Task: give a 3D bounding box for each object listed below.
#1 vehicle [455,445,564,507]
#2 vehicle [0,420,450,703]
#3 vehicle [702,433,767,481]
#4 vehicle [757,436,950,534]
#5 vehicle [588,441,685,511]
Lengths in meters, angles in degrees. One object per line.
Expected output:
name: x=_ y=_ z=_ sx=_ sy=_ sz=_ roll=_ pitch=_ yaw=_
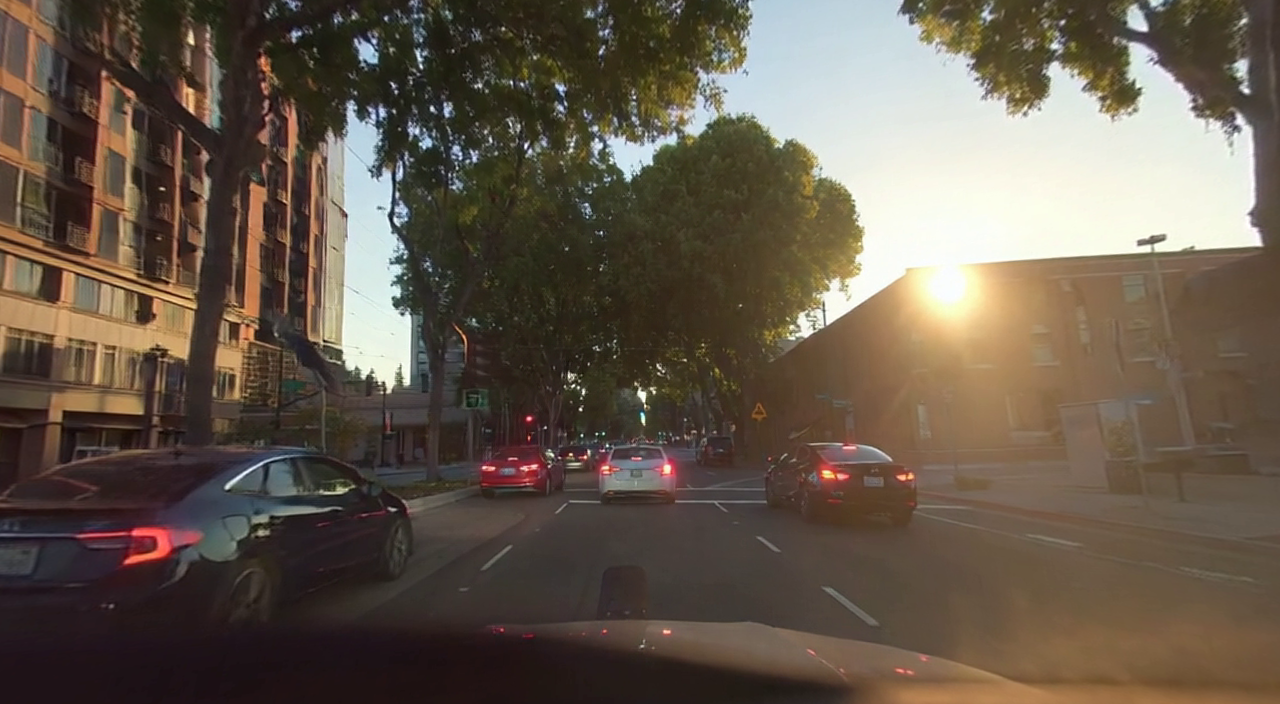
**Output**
vehicle: x=-3.394 y=3.283 z=17.258 sx=2.002 sy=1.465 sz=4.098 roll=-1 pitch=-8 yaw=2
vehicle: x=-3.315 y=1.403 z=5.236 sx=2.038 sy=1.481 sz=4.379 roll=0 pitch=-8 yaw=1
vehicle: x=4.186 y=4.789 z=28.986 sx=2.142 sy=1.957 sz=5.443 roll=0 pitch=-8 yaw=0
vehicle: x=3.706 y=2.382 z=11.976 sx=1.990 sy=1.486 sz=4.431 roll=0 pitch=-8 yaw=-2
vehicle: x=-0.138 y=2.974 z=15.669 sx=2.101 sy=1.480 sz=3.929 roll=0 pitch=-8 yaw=-2
